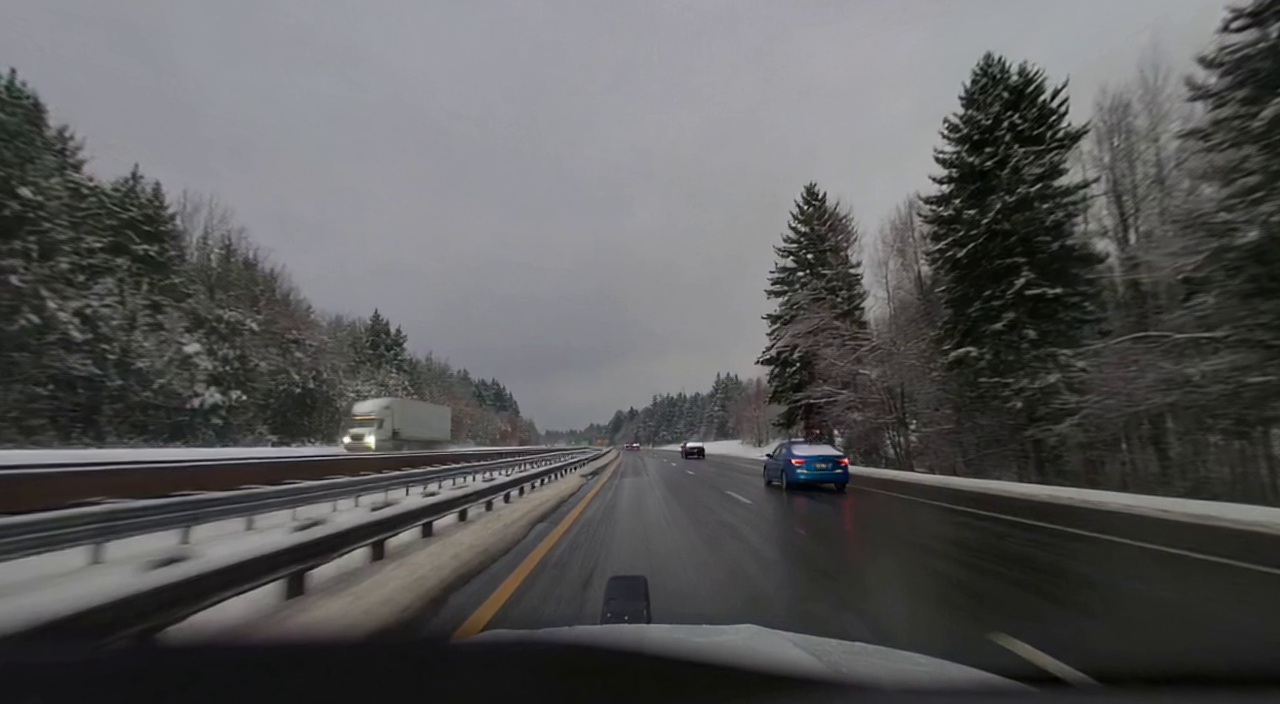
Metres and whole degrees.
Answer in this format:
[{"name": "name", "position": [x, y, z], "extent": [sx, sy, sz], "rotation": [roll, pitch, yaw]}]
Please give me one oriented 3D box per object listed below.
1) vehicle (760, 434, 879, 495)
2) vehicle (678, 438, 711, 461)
[{"name": "vehicle", "position": [4.915, 3.129, 17.933], "extent": [2.072, 1.528, 4.176], "rotation": [0, -8, -1]}, {"name": "vehicle", "position": [3.856, 6.994, 45.121], "extent": [1.945, 1.538, 3.729], "rotation": [0, -8, -2]}]
